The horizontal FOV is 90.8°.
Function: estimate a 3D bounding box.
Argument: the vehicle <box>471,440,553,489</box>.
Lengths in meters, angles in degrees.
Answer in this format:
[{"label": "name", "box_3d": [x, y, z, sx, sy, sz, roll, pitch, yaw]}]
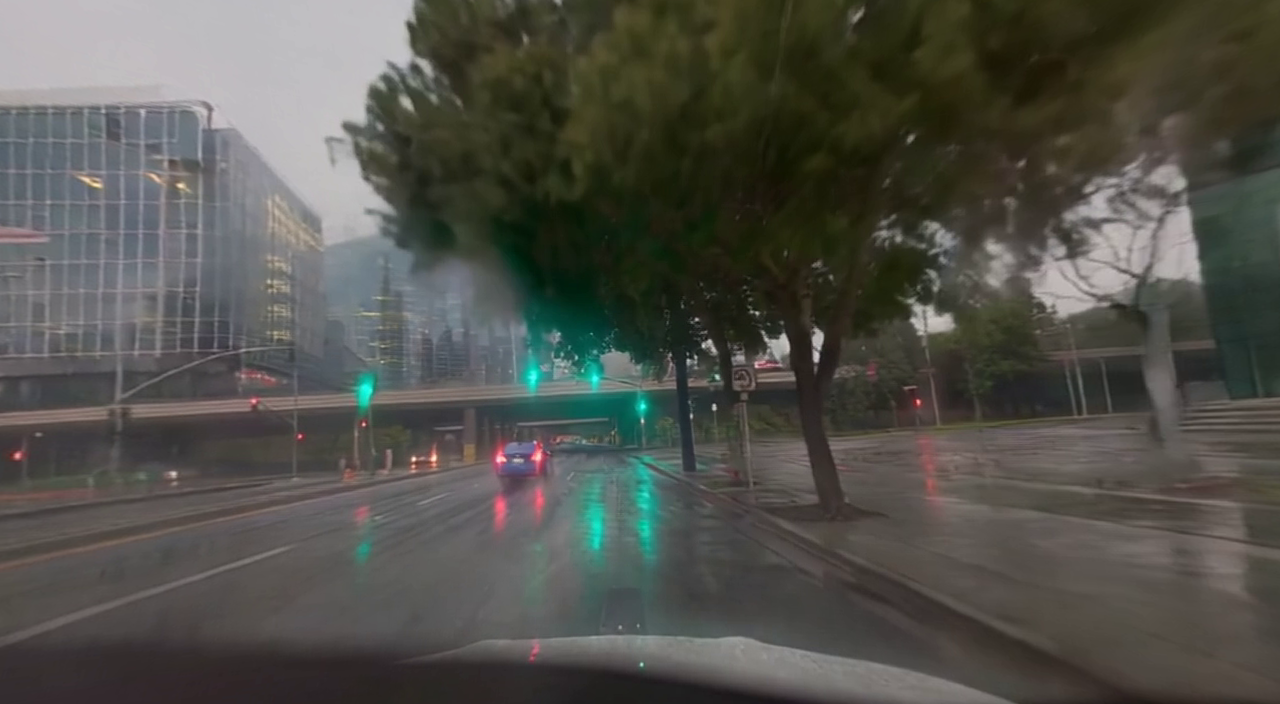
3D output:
[{"label": "vehicle", "box_3d": [-4.482, 3.972, 22.794, 2.154, 1.465, 4.532, -1, -8, -2]}]

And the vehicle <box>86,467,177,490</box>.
[{"label": "vehicle", "box_3d": [-37.517, 9.332, 46.718, 4.708, 1.466, 2.085, 1, -9, -9]}]
